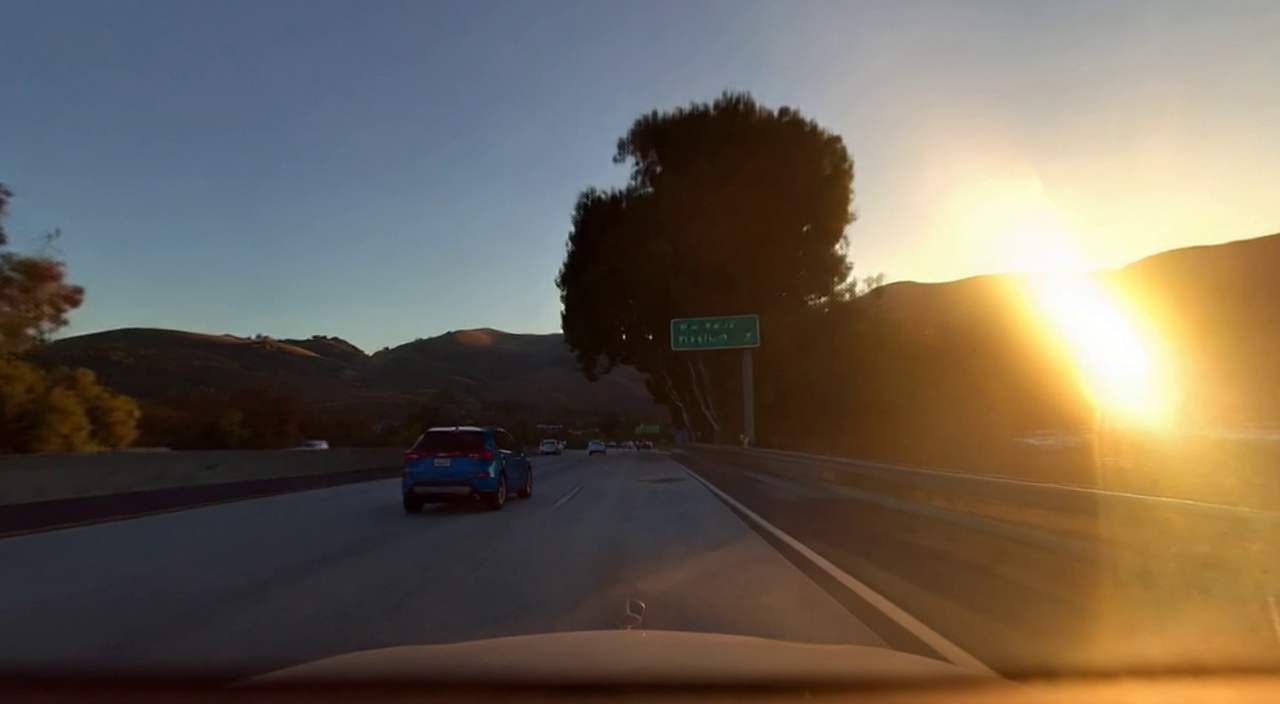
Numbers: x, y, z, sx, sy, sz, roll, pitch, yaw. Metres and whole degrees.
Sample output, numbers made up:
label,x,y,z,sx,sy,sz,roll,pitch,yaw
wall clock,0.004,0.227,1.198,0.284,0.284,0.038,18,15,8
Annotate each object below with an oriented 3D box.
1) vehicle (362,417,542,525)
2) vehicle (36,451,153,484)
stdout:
label,x,y,z,sx,sy,sz,roll,pitch,yaw
vehicle,-3.390,2.232,12.453,2.138,1.718,4.415,-1,-8,1
vehicle,-28.246,5.969,32.902,1.795,1.482,4.774,-1,-8,0
